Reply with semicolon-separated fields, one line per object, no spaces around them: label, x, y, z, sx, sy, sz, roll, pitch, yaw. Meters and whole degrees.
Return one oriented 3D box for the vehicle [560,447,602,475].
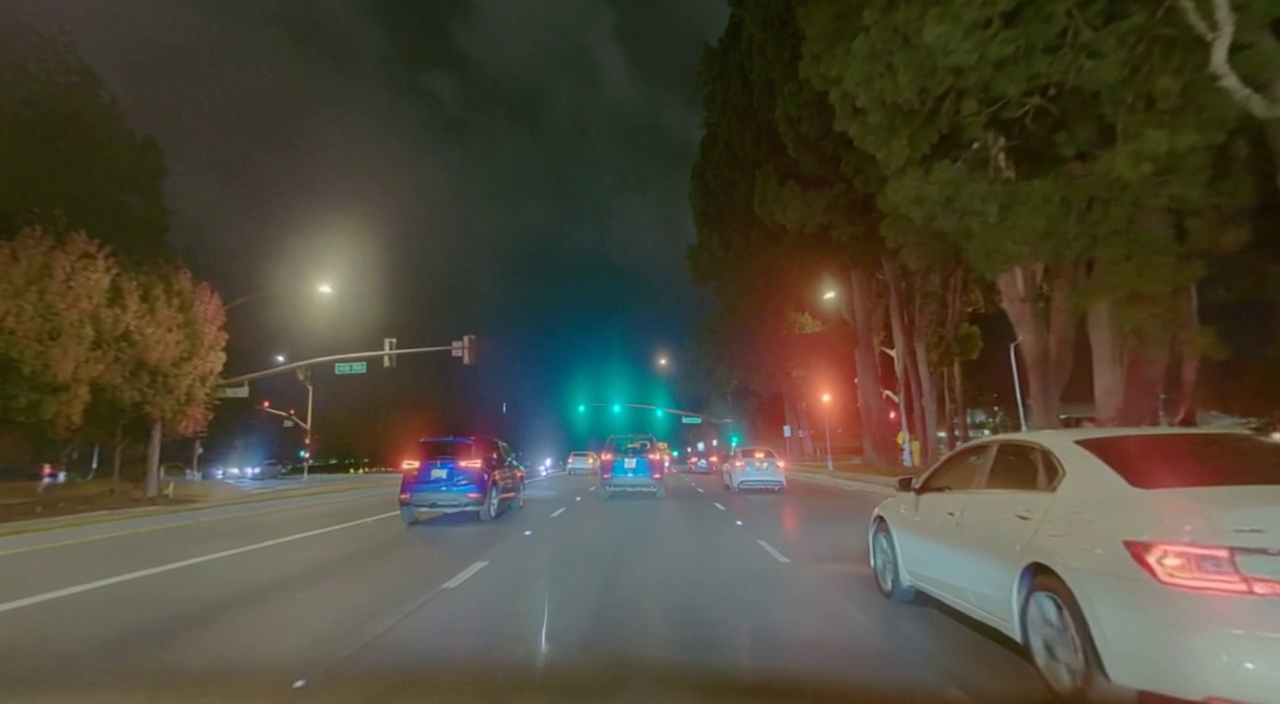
vehicle;-3.343;6.282;36.449;1.897;1.479;4.204;0;-8;1

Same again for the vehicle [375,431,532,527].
vehicle;-3.748;2.625;13.619;2.039;1.709;4.265;0;-8;1

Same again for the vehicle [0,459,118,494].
vehicle;-34.016;7.203;36.538;5.352;1.850;2.276;0;-8;-2

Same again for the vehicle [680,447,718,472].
vehicle;3.807;6.972;41.109;1.996;1.443;4.270;0;-8;-1

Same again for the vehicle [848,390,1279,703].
vehicle;3.011;1.139;3.809;1.976;1.491;4.427;0;-8;0

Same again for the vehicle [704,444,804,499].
vehicle;3.357;3.606;19.570;2.036;1.480;4.659;0;-8;-3

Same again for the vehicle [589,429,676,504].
vehicle;-0.194;3.132;17.685;2.132;1.816;4.471;0;-8;0
